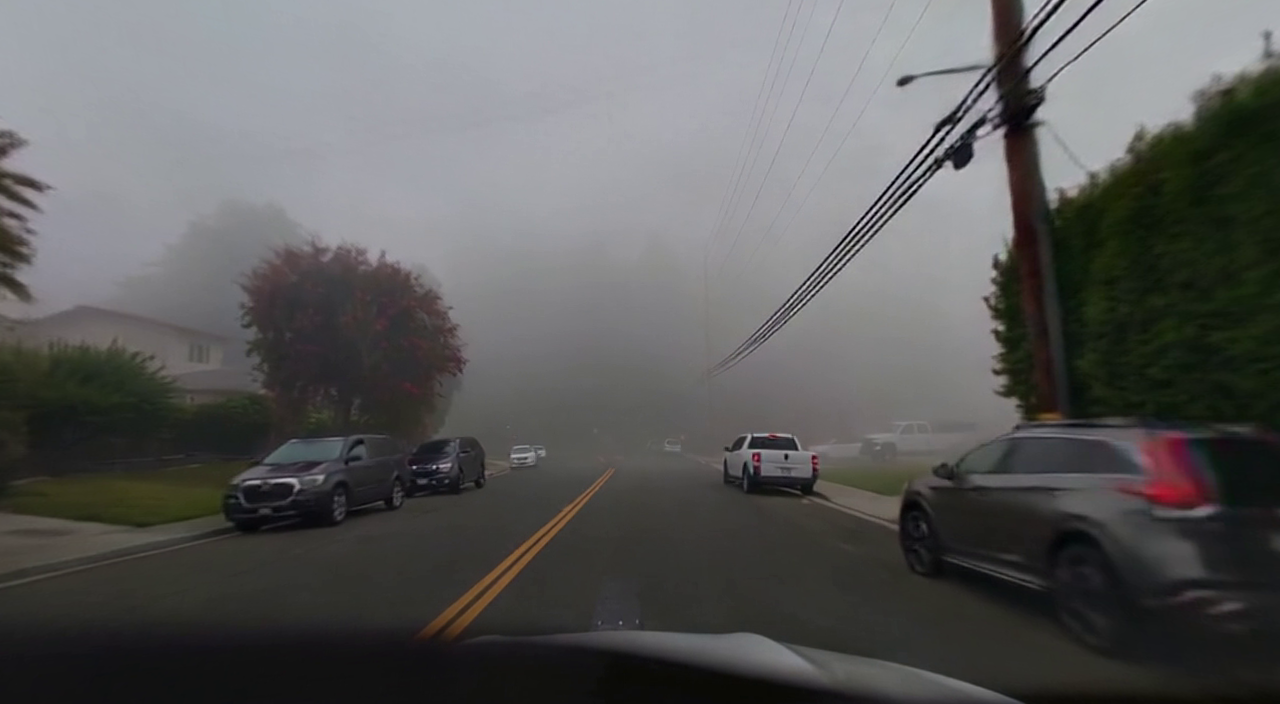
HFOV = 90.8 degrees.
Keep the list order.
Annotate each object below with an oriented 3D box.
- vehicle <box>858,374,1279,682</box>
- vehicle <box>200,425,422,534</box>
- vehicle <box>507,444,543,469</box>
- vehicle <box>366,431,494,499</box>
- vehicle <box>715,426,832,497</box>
[{"bbox_3d":[3.743,1.309,5.763,1.889,1.736,4.185,0,-9,-2],"label":"vehicle"},{"bbox_3d":[-6.283,2.474,12.887,2.031,1.799,4.587,0,-9,0],"label":"vehicle"},{"bbox_3d":[-7.105,6.501,39.393,1.997,1.456,4.319,1,-9,-8],"label":"vehicle"},{"bbox_3d":[-6.261,3.450,19.683,2.158,1.817,5.230,0,-9,0],"label":"vehicle"},{"bbox_3d":[3.676,3.171,18.637,2.178,1.757,5.495,0,-9,-1],"label":"vehicle"}]
